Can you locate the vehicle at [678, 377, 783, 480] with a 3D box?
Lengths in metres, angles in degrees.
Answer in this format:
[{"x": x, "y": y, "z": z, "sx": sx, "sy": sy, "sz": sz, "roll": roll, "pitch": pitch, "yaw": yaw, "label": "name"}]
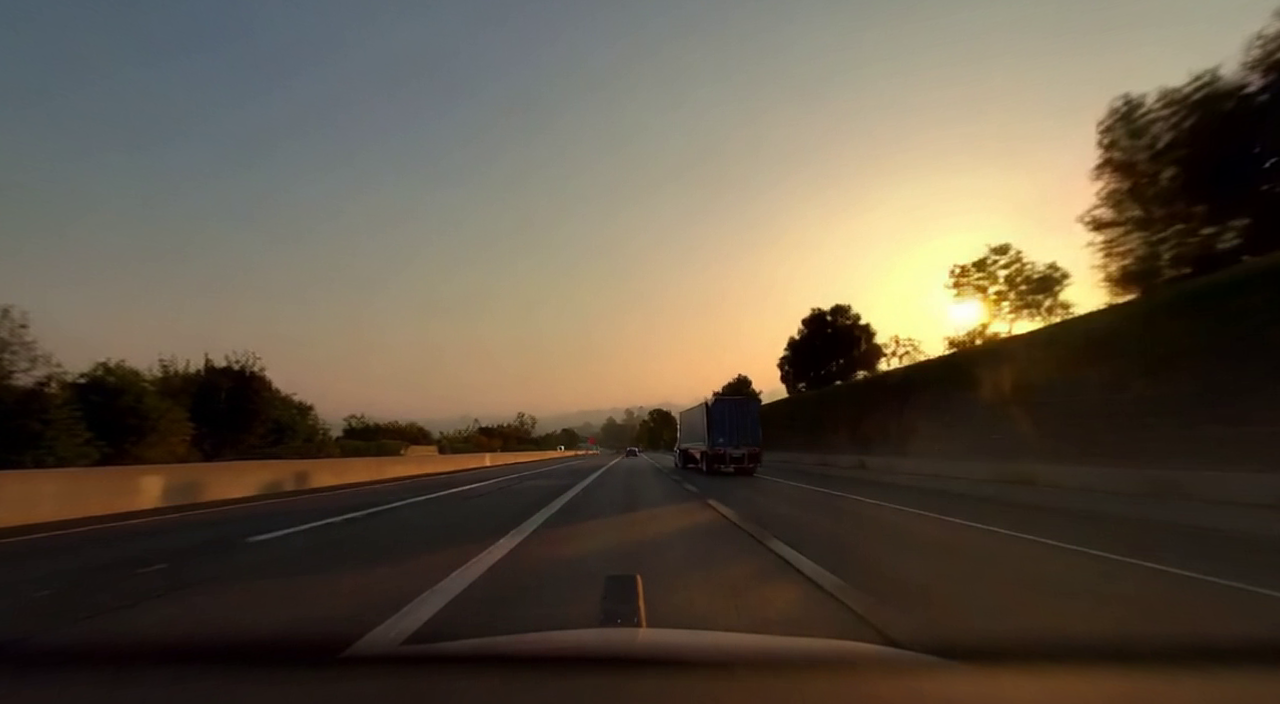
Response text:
[{"x": 3.882, "y": 3.989, "z": 31.138, "sx": 2.922, "sy": 3.905, "sz": 14.151, "roll": 0, "pitch": -9, "yaw": -1, "label": "vehicle"}]
